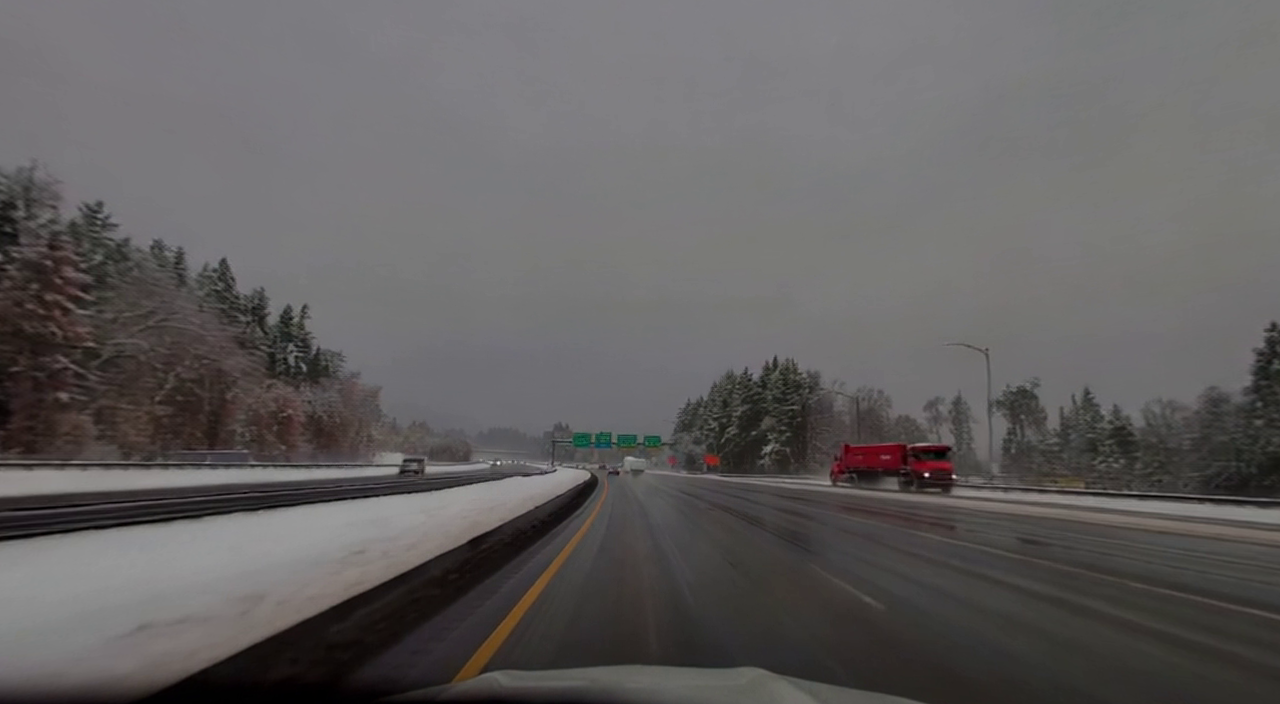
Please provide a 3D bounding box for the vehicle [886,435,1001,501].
[{"bbox_3d":[16.558,6.387,34.861,2.827,3.120,6.502,4,-10,-3],"label":"vehicle"}]

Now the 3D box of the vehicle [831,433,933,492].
[{"bbox_3d":[16.005,7.504,42.520,2.902,3.371,8.875,4,-11,-4],"label":"vehicle"}]

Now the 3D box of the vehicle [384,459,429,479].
[{"bbox_3d":[-17.846,8.972,48.251,1.946,1.475,4.594,1,-10,-4],"label":"vehicle"}]
